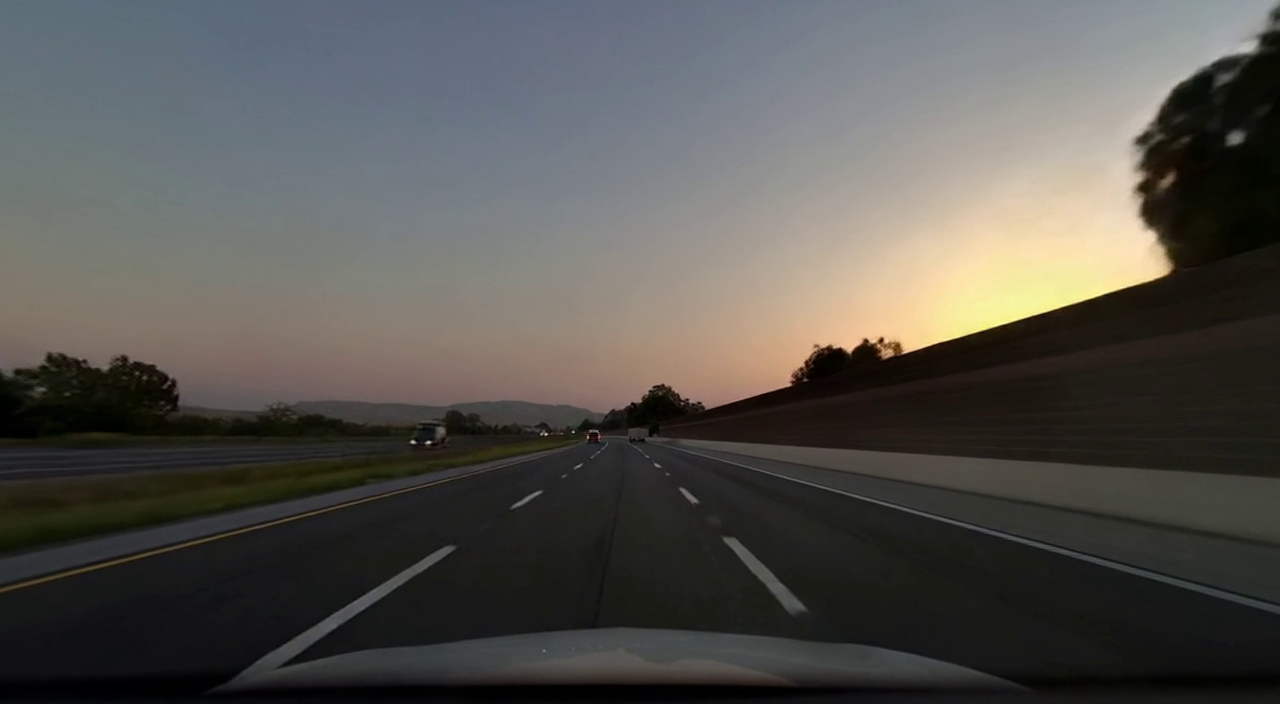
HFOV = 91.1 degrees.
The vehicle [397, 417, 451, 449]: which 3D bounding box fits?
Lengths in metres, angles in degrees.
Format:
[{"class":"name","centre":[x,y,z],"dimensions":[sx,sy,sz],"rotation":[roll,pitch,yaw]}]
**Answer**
[{"class":"vehicle","centre":[-16.985,6.452,49.844],"dimensions":[2.282,2.406,5.880],"rotation":[0,-8,-1]}]
